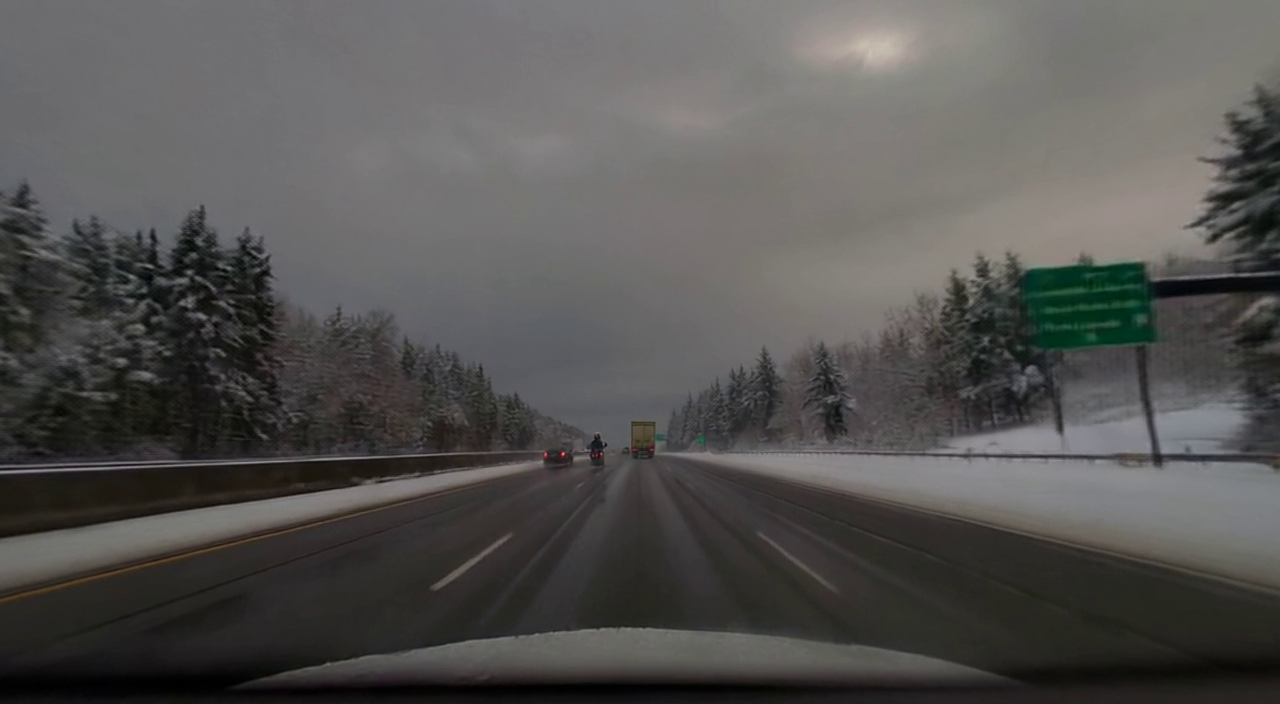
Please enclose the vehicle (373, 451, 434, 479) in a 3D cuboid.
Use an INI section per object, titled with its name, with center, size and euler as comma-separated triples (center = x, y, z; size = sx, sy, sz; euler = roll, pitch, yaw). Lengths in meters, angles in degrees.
[vehicle]
center = -13.593, 6.499, 36.460
size = 1.829, 1.456, 4.195
euler = 0, -9, 1
